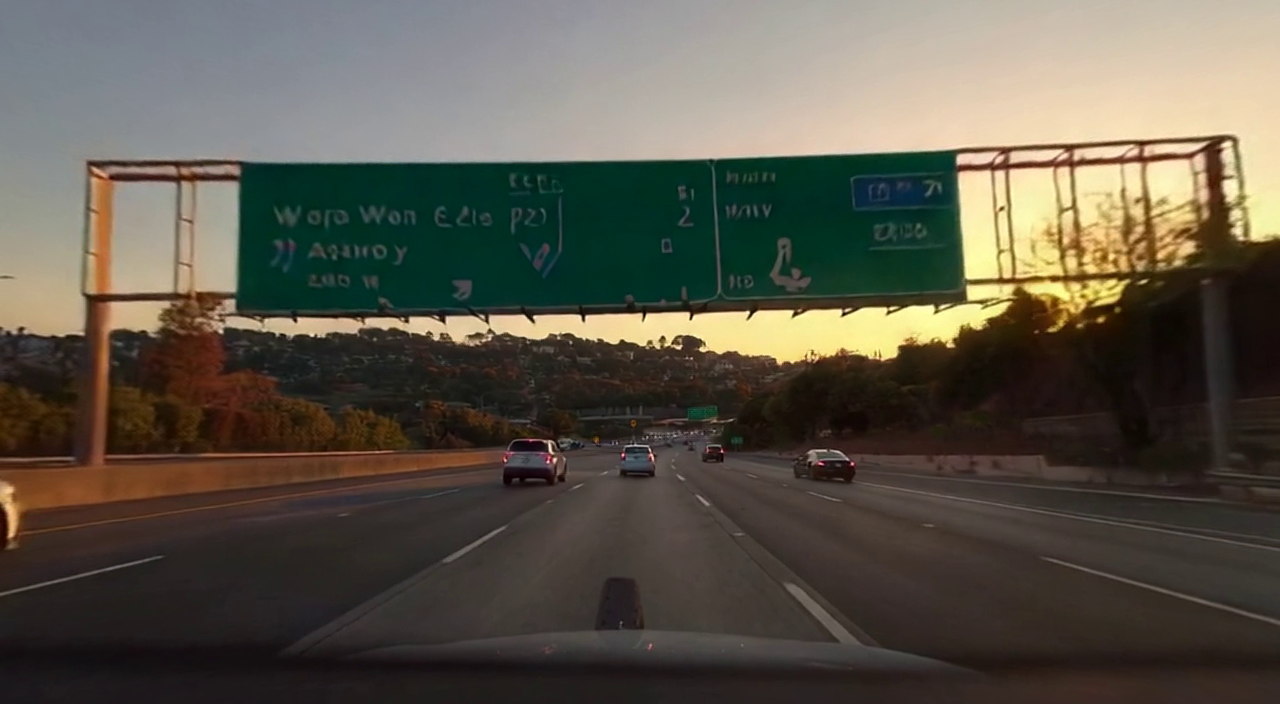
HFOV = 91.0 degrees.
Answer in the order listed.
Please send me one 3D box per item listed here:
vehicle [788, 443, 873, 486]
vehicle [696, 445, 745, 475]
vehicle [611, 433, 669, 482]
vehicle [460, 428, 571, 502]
[{"bbox_3d":[7.279,4.320,24.507,1.936,1.480,4.373,0,-9,0],"label":"vehicle"},{"bbox_3d":[4.197,5.709,33.485,2.005,1.456,4.287,0,-9,0],"label":"vehicle"},{"bbox_3d":[0.026,4.485,26.947,2.270,1.862,4.949,0,-9,1],"label":"vehicle"},{"bbox_3d":[-3.263,3.081,17.505,2.142,1.759,4.297,0,-9,1],"label":"vehicle"}]
